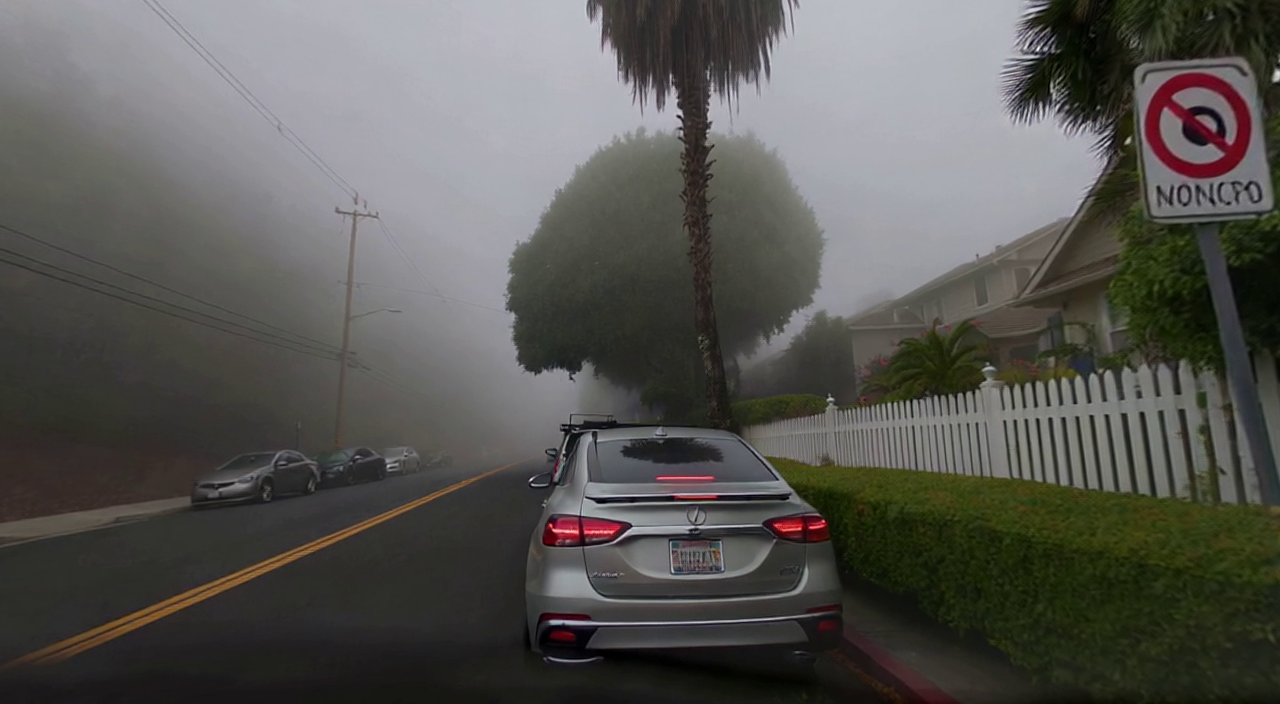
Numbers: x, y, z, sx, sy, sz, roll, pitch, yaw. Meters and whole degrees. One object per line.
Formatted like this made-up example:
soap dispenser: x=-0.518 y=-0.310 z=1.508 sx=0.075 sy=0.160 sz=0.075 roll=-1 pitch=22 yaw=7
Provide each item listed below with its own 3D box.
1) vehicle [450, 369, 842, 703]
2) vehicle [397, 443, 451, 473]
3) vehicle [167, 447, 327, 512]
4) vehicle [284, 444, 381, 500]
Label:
vehicle: x=-0.128 y=1.213 z=5.003 sx=1.894 sy=1.695 sz=3.795 roll=1 pitch=-8 yaw=-5
vehicle: x=-13.180 y=6.461 z=38.720 sx=2.060 sy=1.689 sz=4.999 roll=1 pitch=-8 yaw=-7
vehicle: x=-11.398 y=3.660 z=18.795 sx=2.017 sy=1.627 sz=5.039 roll=1 pitch=-8 yaw=-7
vehicle: x=-12.158 y=4.705 z=25.257 sx=2.048 sy=1.485 sz=4.757 roll=-4 pitch=-4 yaw=-8
